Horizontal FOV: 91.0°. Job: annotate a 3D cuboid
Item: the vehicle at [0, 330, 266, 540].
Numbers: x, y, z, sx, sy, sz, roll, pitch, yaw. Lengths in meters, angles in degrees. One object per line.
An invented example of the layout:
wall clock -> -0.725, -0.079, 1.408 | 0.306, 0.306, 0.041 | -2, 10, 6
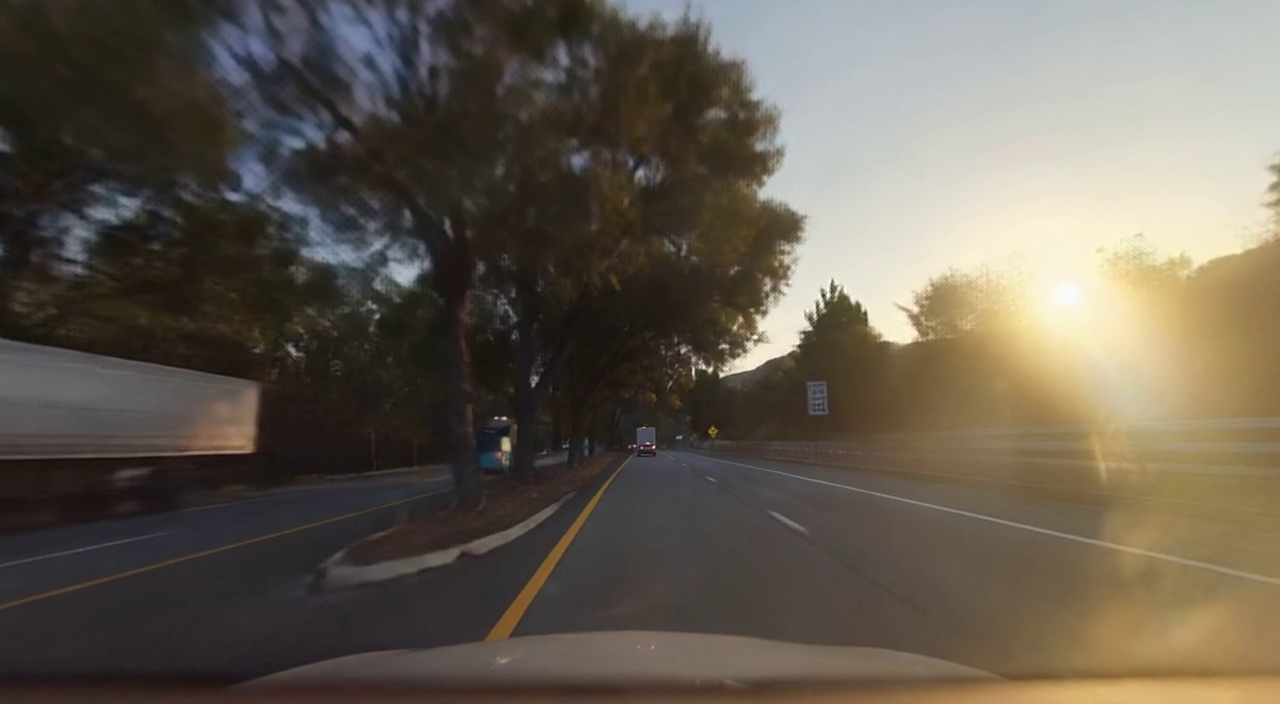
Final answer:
vehicle -> -14.373, 1.863, 13.987 | 3.456, 4.099, 14.212 | 0, -8, 0

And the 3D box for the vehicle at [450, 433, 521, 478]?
vehicle -> -7.070, 4.783, 29.285 | 2.068, 1.897, 4.372 | 0, -8, 1
